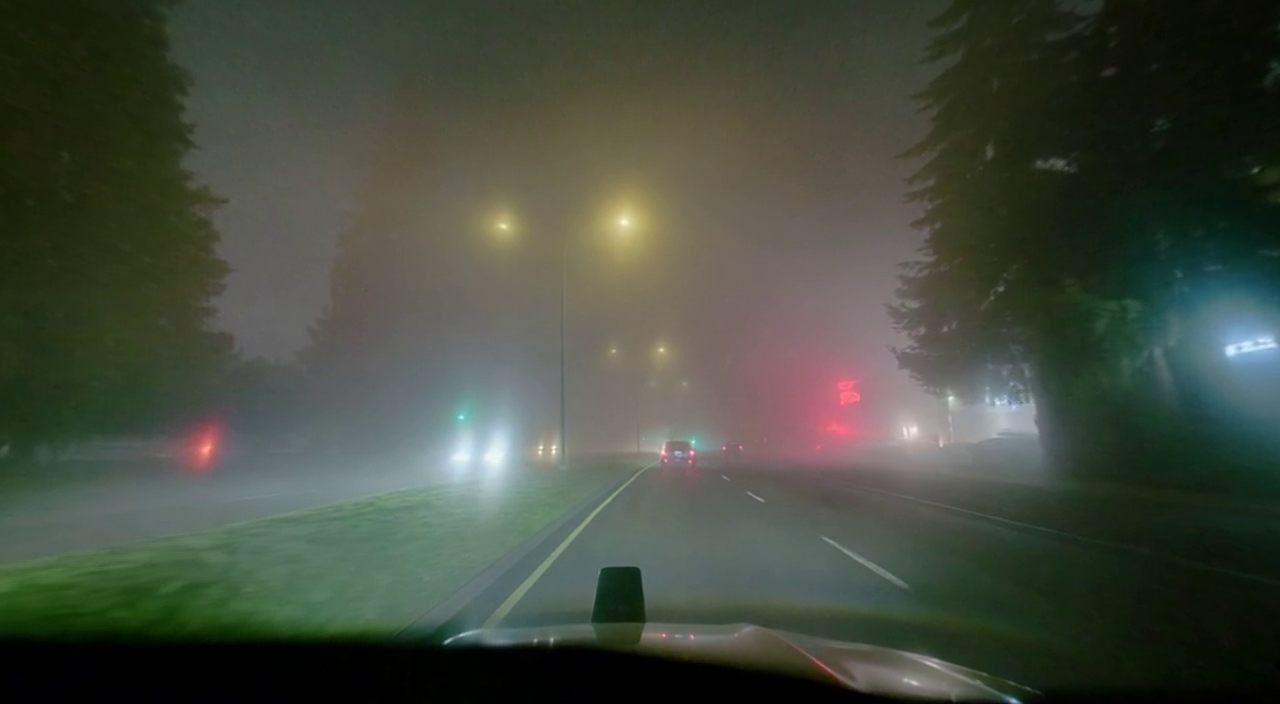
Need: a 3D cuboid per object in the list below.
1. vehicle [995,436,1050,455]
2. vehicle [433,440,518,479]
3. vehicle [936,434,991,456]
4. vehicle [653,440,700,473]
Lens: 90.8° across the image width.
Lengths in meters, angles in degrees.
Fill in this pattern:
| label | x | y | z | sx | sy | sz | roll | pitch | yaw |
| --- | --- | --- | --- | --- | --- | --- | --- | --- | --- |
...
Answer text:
| label | x | y | z | sx | sy | sz | roll | pitch | yaw |
| --- | --- | --- | --- | --- | --- | --- | --- | --- | --- |
| vehicle | 30.174 | 7.387 | 49.991 | 1.844 | 1.481 | 3.904 | 0 | -8 | -1 |
| vehicle | -6.892 | 4.524 | 27.057 | 2.063 | 1.483 | 4.751 | -1 | -8 | 4 |
| vehicle | 25.163 | 7.250 | 49.299 | 1.864 | 1.655 | 4.179 | 0 | -8 | -2 |
| vehicle | 1.808 | 4.968 | 30.366 | 2.095 | 1.456 | 3.873 | -1 | -8 | 5 |
